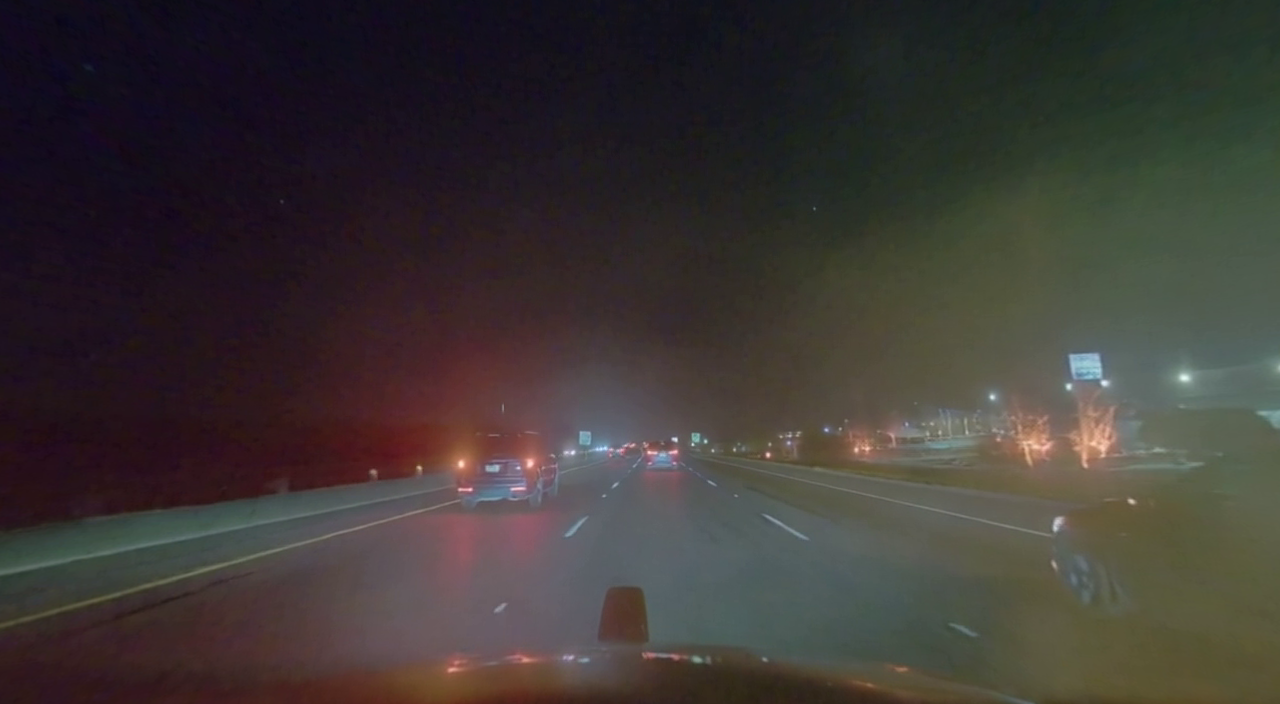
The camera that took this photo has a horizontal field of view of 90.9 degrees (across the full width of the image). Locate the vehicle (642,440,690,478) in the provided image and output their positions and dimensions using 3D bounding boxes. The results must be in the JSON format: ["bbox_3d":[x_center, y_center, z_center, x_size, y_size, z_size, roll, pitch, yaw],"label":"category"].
[{"bbox_3d":[1.121,4.814,28.676,2.000,1.558,3.945,0,-8,0],"label":"vehicle"}]

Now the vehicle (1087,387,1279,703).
[{"bbox_3d":[4.181,0.822,2.126,2.027,1.588,4.611,0,-8,1],"label":"vehicle"}]

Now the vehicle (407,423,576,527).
[{"bbox_3d":[-2.788,2.450,13.177,2.239,1.761,4.620,-1,-8,2],"label":"vehicle"}]
